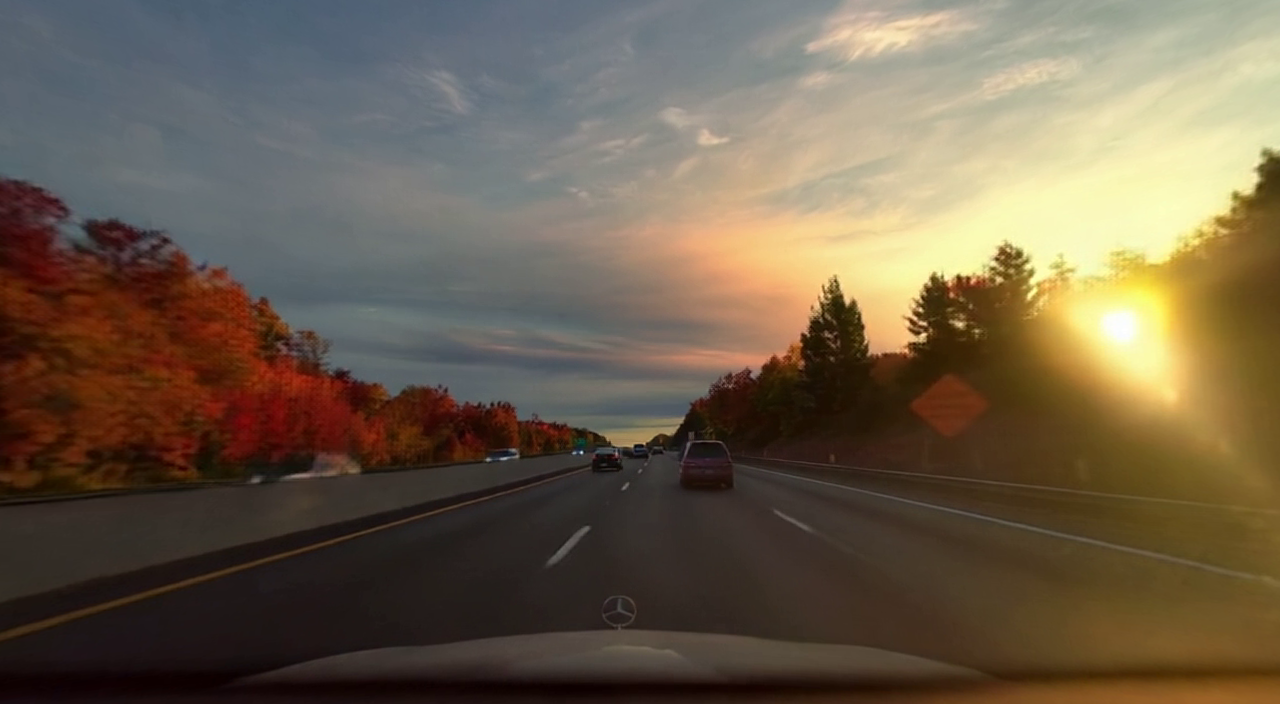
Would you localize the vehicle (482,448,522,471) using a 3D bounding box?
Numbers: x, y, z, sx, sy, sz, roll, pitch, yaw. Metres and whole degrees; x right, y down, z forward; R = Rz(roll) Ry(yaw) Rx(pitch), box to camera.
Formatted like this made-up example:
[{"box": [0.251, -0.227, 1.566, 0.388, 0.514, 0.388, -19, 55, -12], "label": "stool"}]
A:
[{"box": [-10.497, 8.163, 47.936, 1.996, 1.663, 4.278, -1, -9, 2], "label": "vehicle"}]

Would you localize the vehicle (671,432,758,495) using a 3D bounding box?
[{"box": [2.156, 3.426, 19.546, 2.250, 1.718, 4.358, 0, -9, 1], "label": "vehicle"}]

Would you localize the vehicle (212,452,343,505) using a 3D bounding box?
[{"box": [-12.010, 4.175, 21.149, 1.877, 1.554, 4.051, -1, -9, 2], "label": "vehicle"}]

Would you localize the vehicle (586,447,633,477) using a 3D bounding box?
[{"box": [-1.465, 5.571, 31.877, 2.037, 1.418, 3.793, -1, -9, 2], "label": "vehicle"}]
